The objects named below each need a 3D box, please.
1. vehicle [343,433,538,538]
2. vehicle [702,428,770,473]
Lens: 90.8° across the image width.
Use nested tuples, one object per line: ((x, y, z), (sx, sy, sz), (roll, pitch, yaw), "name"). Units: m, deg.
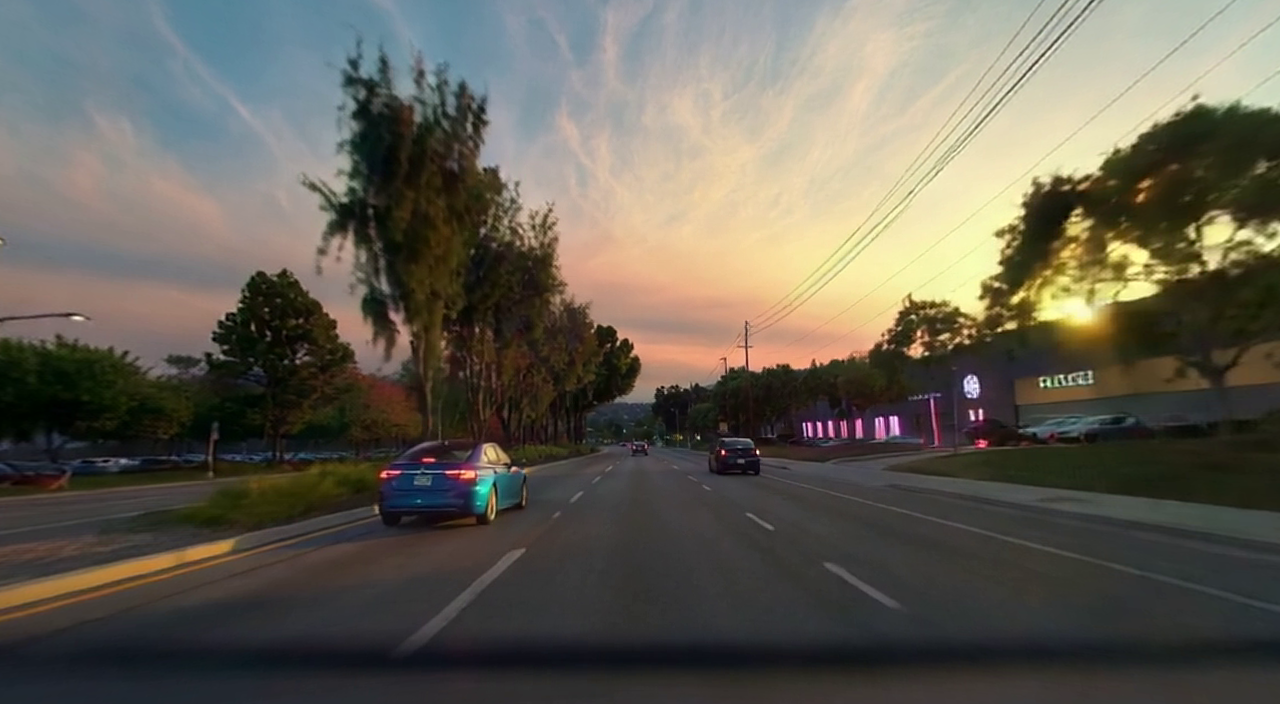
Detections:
((-3.168, 2.201, 11.129), (2.017, 1.470, 4.293), (0, -8, 0), "vehicle")
((4.602, 4.870, 31.387), (2.476, 2.016, 5.586), (0, -8, 0), "vehicle")
